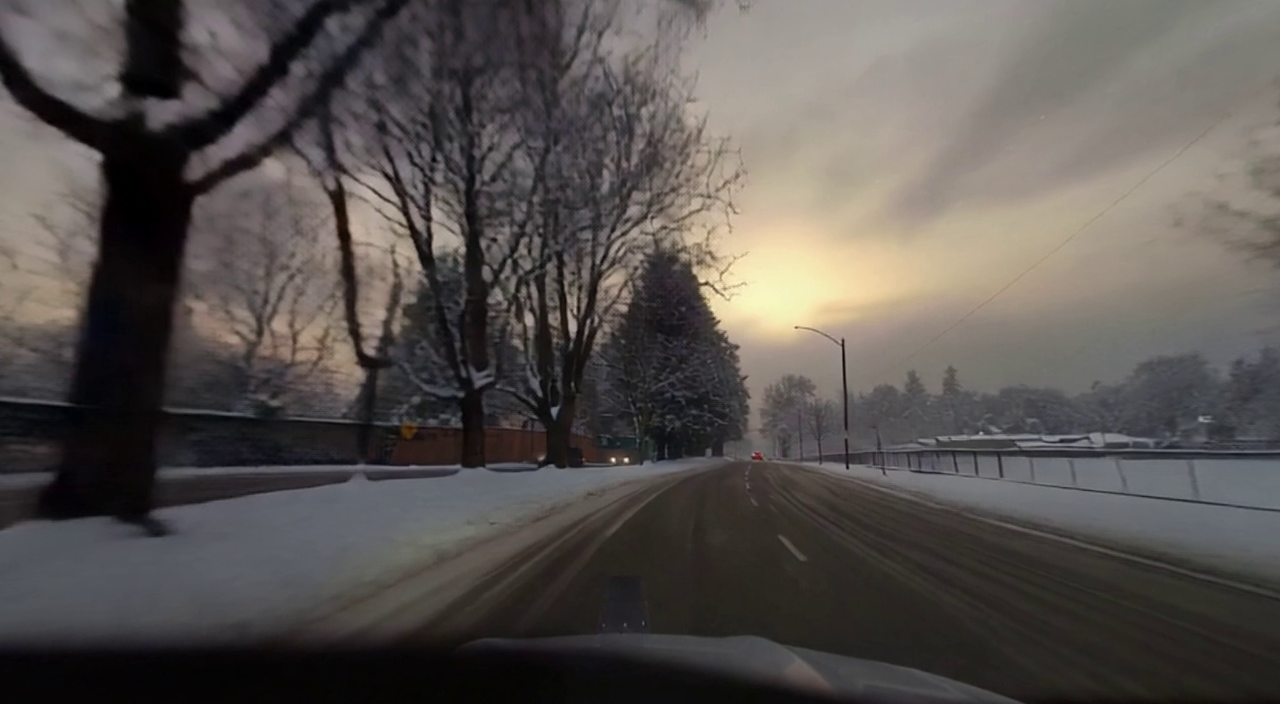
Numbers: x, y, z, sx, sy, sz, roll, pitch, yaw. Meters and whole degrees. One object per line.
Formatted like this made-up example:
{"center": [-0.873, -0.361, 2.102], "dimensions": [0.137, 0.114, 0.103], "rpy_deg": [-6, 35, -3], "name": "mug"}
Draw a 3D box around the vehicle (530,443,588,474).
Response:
{"center": [-5.123, 6.809, 40.532], "dimensions": [2.276, 1.805, 4.984], "rpy_deg": [-2, -9, 10], "name": "vehicle"}
